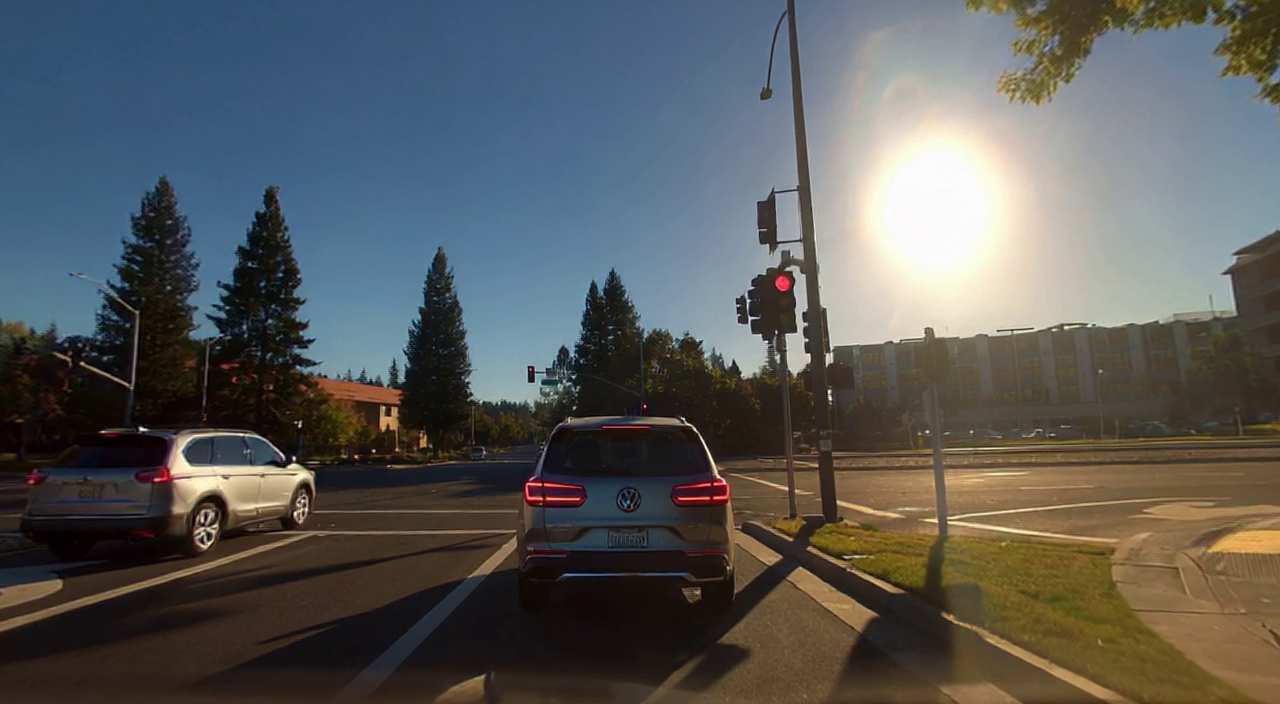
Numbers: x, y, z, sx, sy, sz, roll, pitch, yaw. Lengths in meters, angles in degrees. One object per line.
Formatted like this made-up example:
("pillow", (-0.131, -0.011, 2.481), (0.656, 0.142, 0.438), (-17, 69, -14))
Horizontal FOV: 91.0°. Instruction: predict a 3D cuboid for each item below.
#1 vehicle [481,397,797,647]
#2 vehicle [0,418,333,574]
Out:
("vehicle", (-0.149, 1.461, 6.446), (2.154, 1.670, 4.140), (0, -9, -4))
("vehicle", (-6.396, 1.904, 9.113), (2.020, 1.695, 4.187), (1, -9, -5))
